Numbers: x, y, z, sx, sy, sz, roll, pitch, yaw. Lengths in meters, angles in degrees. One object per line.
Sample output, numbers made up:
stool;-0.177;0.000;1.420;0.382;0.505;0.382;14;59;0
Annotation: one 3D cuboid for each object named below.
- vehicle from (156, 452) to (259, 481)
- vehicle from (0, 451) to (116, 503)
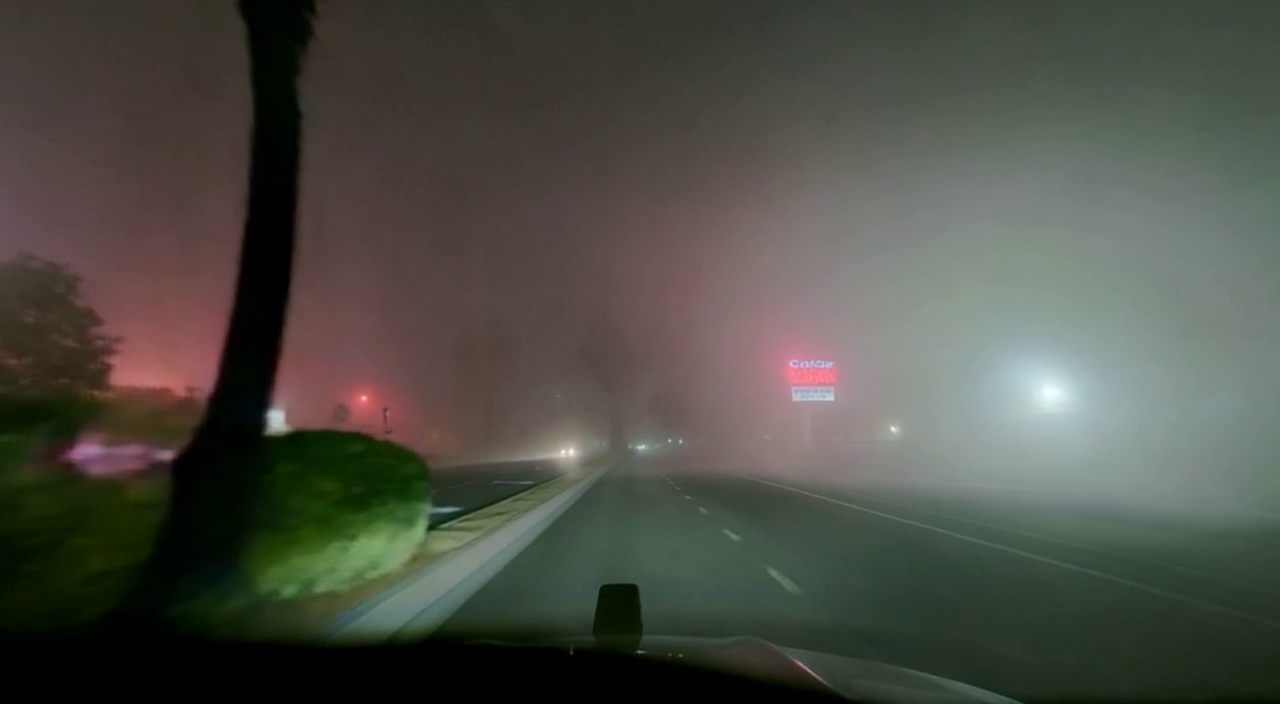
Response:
vehicle;-27.732;7.341;40.698;4.922;1.751;2.195;3;-9;-16
vehicle;-22.191;4.475;22.834;4.534;1.710;2.073;0;-8;-2
